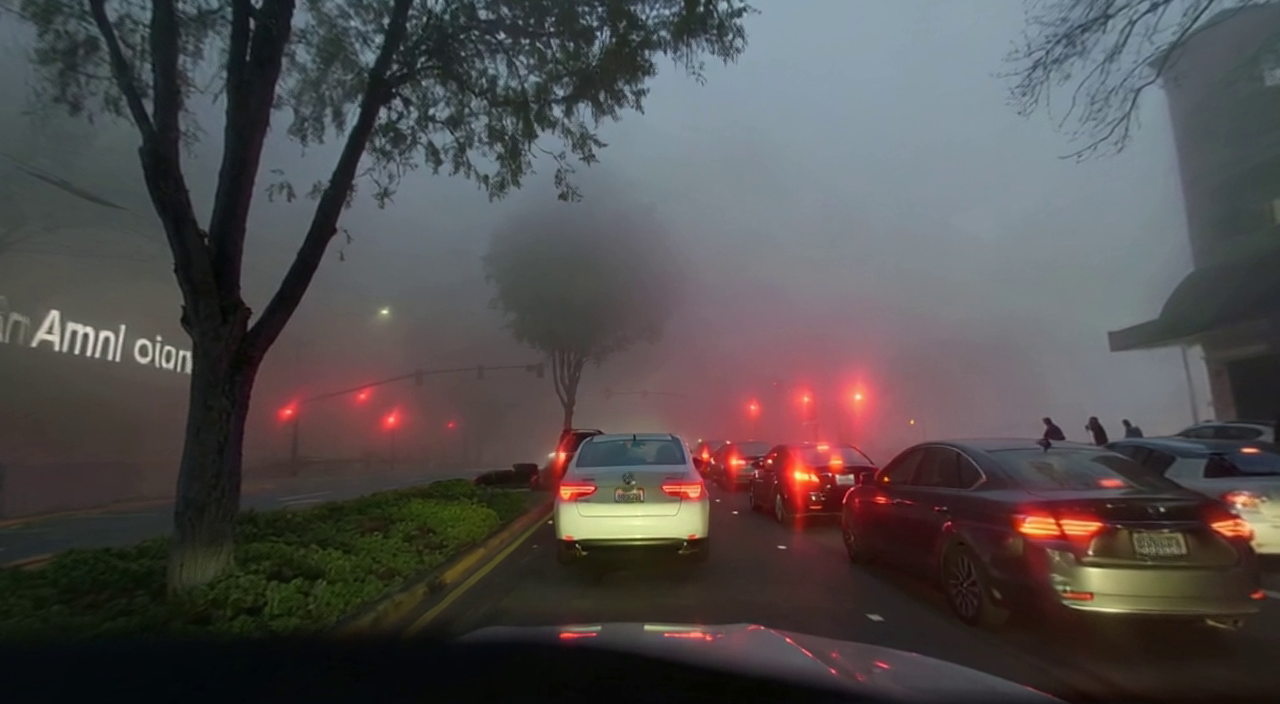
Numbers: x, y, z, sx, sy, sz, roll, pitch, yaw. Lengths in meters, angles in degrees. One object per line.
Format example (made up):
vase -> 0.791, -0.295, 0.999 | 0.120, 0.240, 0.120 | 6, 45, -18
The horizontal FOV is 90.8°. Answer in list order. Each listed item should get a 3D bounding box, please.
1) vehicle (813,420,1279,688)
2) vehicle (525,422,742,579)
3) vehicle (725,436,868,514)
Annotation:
vehicle -> 3.223, 1.454, 5.818 | 1.912, 1.454, 4.537 | 0, -9, -1
vehicle -> -0.099, 1.757, 8.254 | 2.118, 1.512, 4.013 | 0, -9, -1
vehicle -> 3.317, 2.714, 14.436 | 1.996, 1.469, 4.495 | 0, -9, -2
